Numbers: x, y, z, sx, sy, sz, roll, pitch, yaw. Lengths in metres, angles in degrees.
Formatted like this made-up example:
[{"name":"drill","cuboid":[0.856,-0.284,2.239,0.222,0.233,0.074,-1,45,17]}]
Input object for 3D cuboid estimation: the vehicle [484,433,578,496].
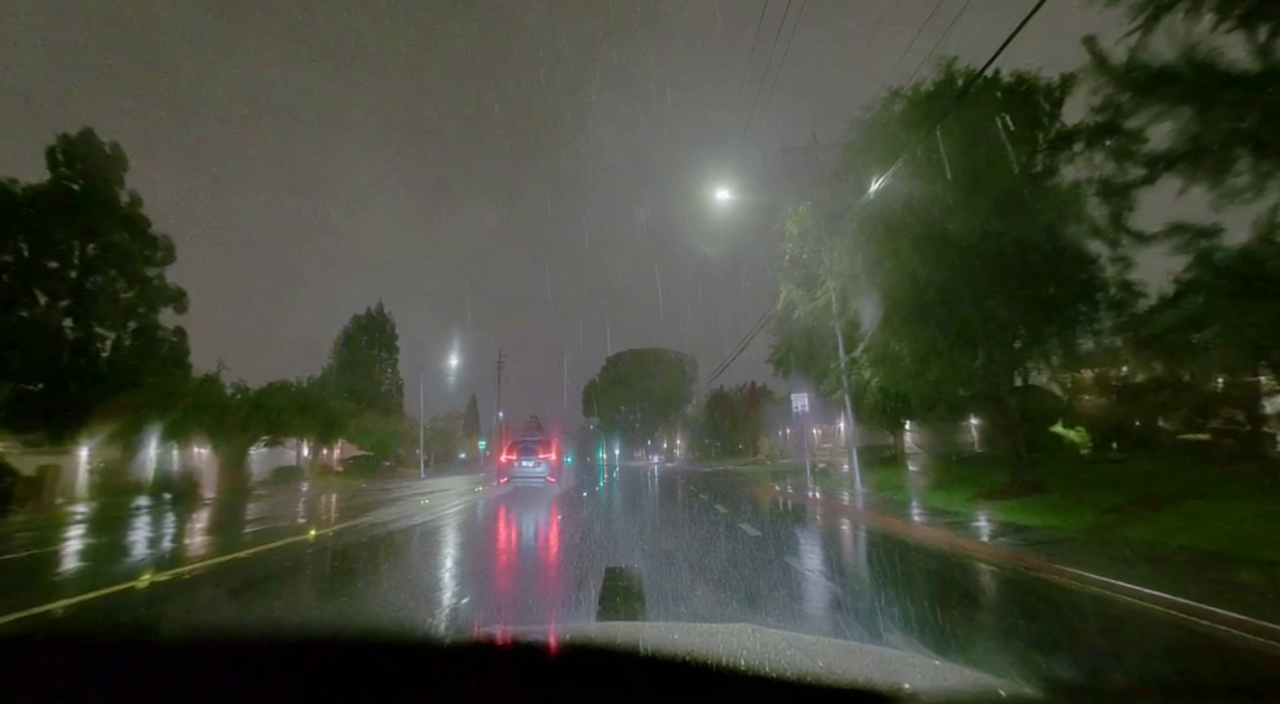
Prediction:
[{"name":"vehicle","cuboid":[-3.332,3.538,20.242,2.175,1.772,4.442,0,-8,0]}]
